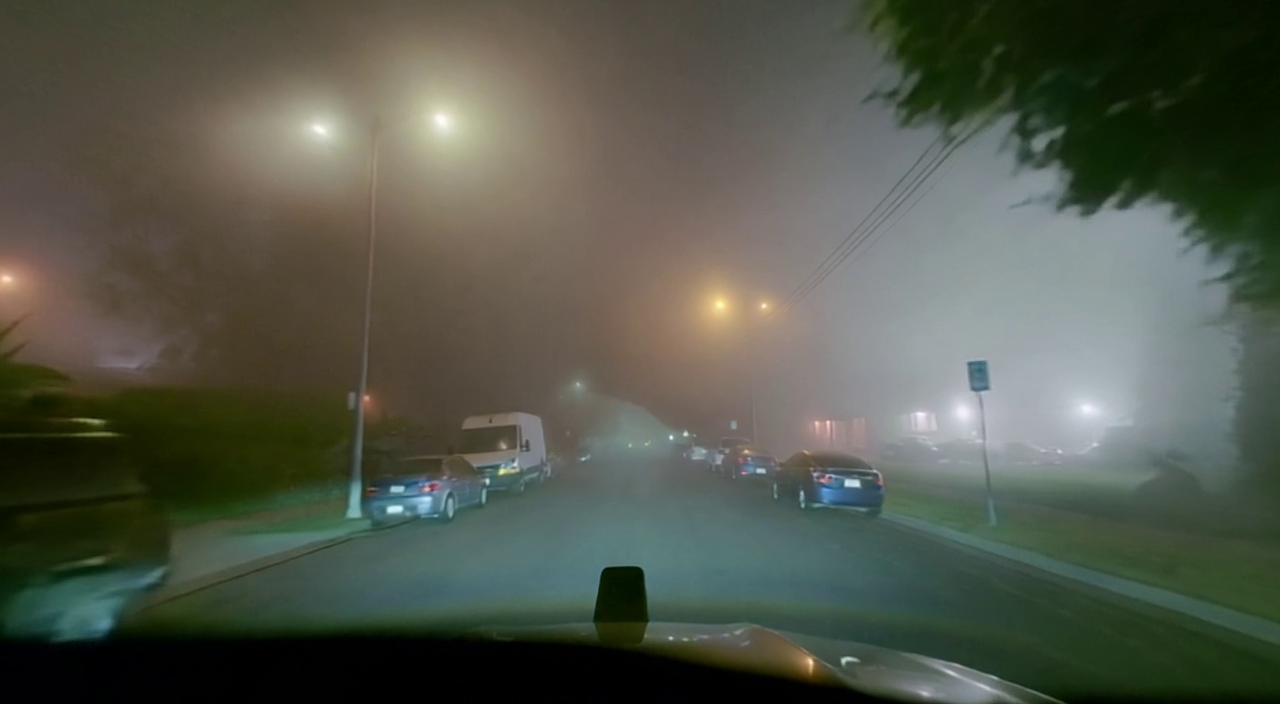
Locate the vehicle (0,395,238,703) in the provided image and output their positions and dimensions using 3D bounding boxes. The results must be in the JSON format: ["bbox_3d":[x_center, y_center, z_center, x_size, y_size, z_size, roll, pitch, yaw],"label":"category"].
[{"bbox_3d":[-4.667,1.087,2.864,2.154,1.796,5.294,-2,-8,0],"label":"vehicle"}]

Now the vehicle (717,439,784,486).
[{"bbox_3d":[4.145,4.178,24.211,1.839,1.520,4.498,3,-8,1],"label":"vehicle"}]

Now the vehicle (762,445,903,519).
[{"bbox_3d":[4.196,2.864,14.458,1.846,1.351,4.272,2,-8,-1],"label":"vehicle"}]

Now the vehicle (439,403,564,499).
[{"bbox_3d":[-4.388,3.278,21.097,2.470,2.613,5.989,-4,-8,4],"label":"vehicle"}]

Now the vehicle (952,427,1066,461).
[{"bbox_3d":[22.020,5.516,37.635,5.271,1.913,2.466,0,-8,1],"label":"vehicle"}]

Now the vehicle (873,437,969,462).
[{"bbox_3d":[16.614,5.785,37.334,4.700,1.440,2.058,0,-8,3],"label":"vehicle"}]

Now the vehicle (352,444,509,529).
[{"bbox_3d":[-4.746,3.056,15.083,2.023,1.568,4.942,-3,-8,1],"label":"vehicle"}]

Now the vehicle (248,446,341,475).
[{"bbox_3d":[-19.246,6.052,35.102,4.126,1.545,1.830,0,-8,1],"label":"vehicle"}]
